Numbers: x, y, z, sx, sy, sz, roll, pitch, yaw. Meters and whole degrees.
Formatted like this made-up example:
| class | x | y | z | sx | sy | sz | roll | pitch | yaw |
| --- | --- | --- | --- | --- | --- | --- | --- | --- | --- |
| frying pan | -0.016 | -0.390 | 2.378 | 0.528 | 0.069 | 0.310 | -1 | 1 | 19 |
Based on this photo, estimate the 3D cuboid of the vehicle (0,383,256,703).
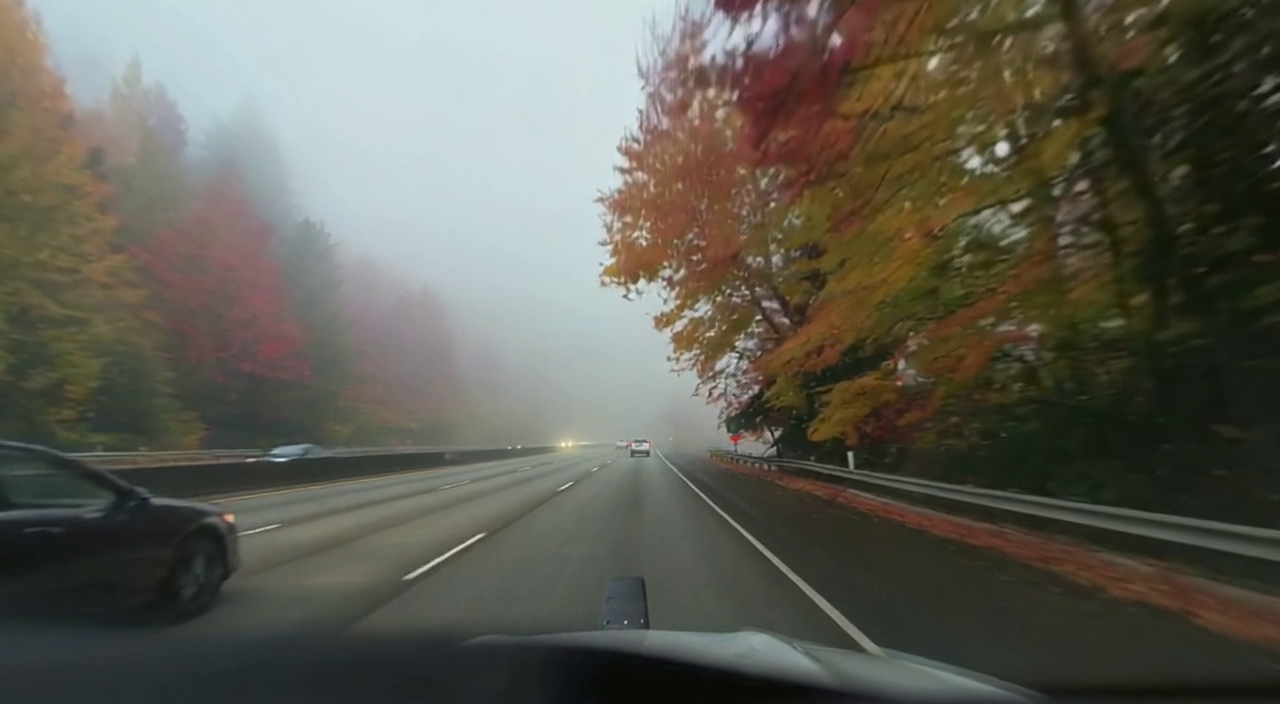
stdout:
| class | x | y | z | sx | sy | sz | roll | pitch | yaw |
| --- | --- | --- | --- | --- | --- | --- | --- | --- | --- |
| vehicle | -4.273 | 0.945 | 2.876 | 2.123 | 1.643 | 4.479 | 0 | -8 | 1 |

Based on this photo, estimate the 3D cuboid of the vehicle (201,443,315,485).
| class | x | y | z | sx | sy | sz | roll | pitch | yaw |
| --- | --- | --- | --- | --- | --- | --- | --- | --- | --- |
| vehicle | -15.369 | 4.493 | 25.622 | 1.927 | 1.519 | 4.301 | 0 | -8 | 0 |
